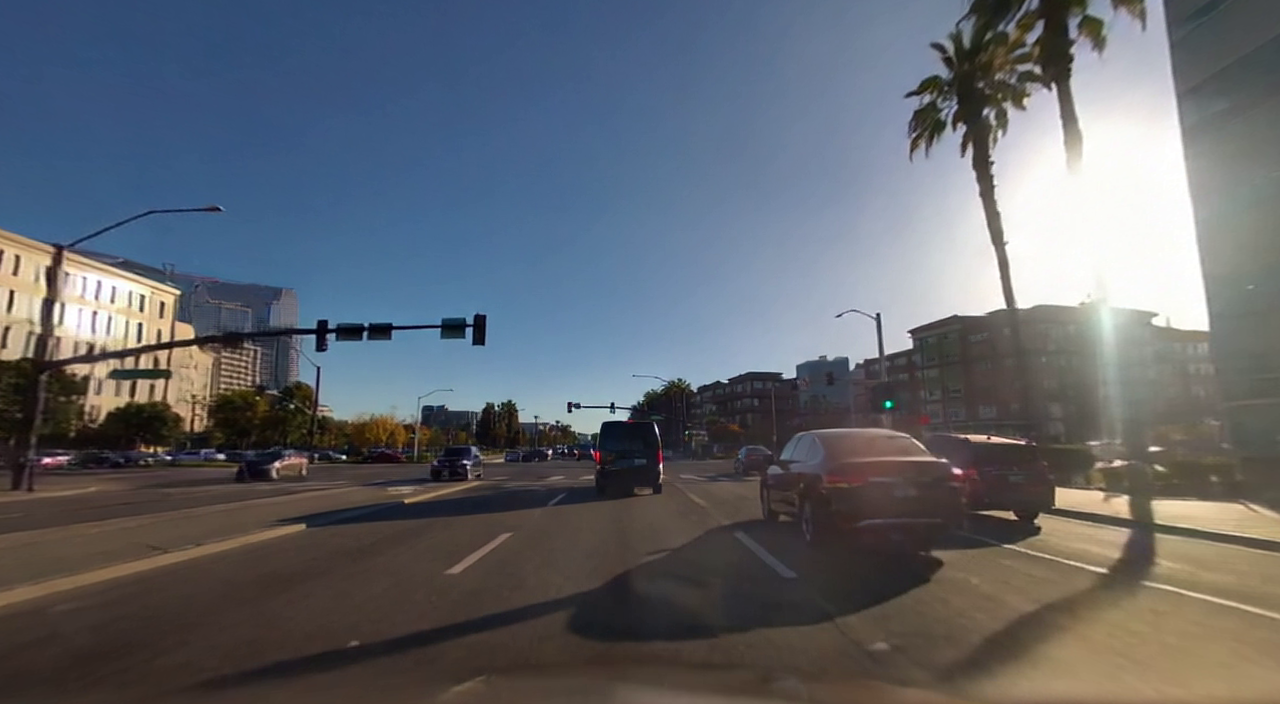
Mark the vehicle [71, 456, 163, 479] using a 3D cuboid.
[{"bbox_3d":[-38.764,8.552,46.951,4.644,1.622,2.315,0,-9,-3],"label":"vehicle"}]

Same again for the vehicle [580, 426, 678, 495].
[{"bbox_3d":[-0.449,3.609,21.422,2.848,1.991,5.706,0,-9,-3],"label":"vehicle"}]

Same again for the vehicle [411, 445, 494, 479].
[{"bbox_3d":[-10.074,5.833,33.795,4.681,1.653,2.109,-8,-12,43],"label":"vehicle"}]

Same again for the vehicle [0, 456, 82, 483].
[{"bbox_3d":[-41.084,7.941,42.795,4.485,1.732,2.120,0,-9,-1],"label":"vehicle"}]

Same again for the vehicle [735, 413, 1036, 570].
[{"bbox_3d":[3.142,1.935,9.615,2.462,1.736,4.899,0,-9,-2],"label":"vehicle"}]
